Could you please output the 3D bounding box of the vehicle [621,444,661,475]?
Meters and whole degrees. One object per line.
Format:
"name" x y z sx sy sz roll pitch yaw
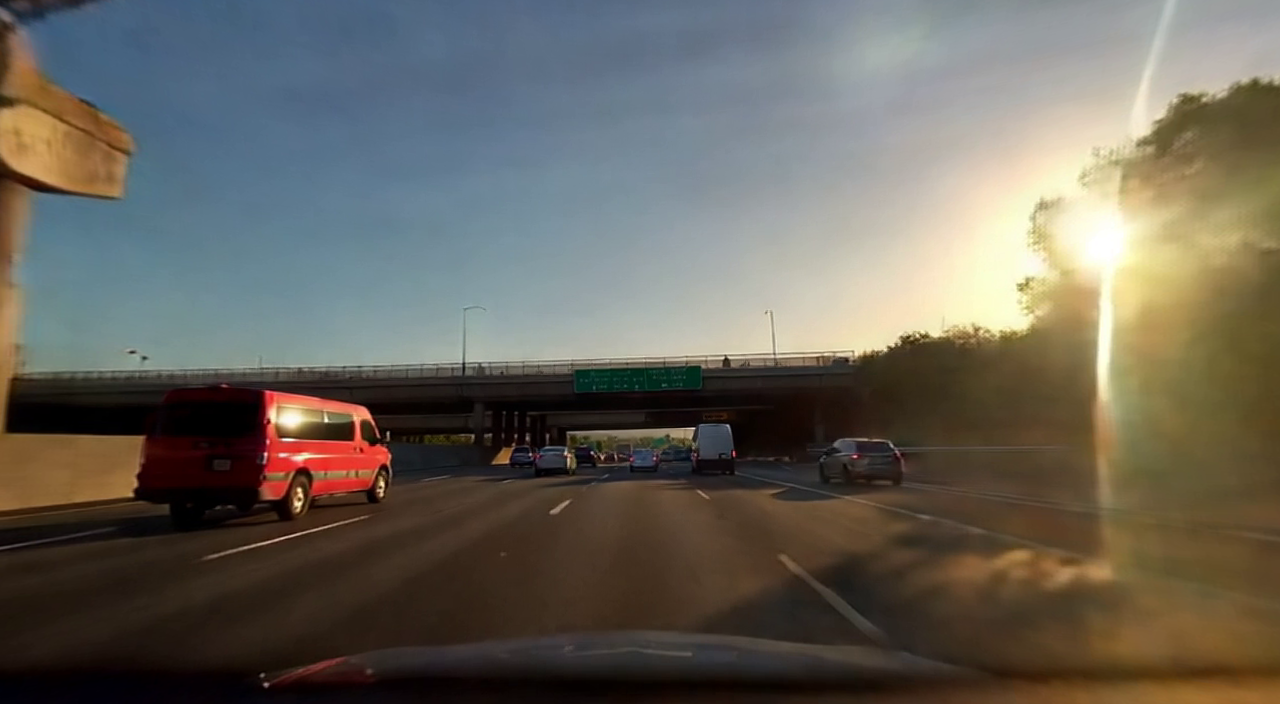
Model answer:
"vehicle" 0.077 6.022 35.599 2.115 1.617 4.102 0 -9 1

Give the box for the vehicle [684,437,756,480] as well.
"vehicle" 3.721 5.140 30.786 2.777 1.895 5.710 0 -9 0

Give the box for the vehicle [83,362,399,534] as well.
"vehicle" -7.526 1.978 13.224 2.336 2.708 6.421 0 -9 0

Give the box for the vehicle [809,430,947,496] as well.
"vehicle" 7.452 3.545 20.593 2.304 1.840 5.706 0 -9 0

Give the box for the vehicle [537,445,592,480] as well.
"vehicle" -3.417 5.099 29.355 1.970 1.483 4.071 0 -9 1

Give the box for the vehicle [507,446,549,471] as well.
"vehicle" -7.525 7.152 42.638 1.961 1.562 4.301 0 -9 1
